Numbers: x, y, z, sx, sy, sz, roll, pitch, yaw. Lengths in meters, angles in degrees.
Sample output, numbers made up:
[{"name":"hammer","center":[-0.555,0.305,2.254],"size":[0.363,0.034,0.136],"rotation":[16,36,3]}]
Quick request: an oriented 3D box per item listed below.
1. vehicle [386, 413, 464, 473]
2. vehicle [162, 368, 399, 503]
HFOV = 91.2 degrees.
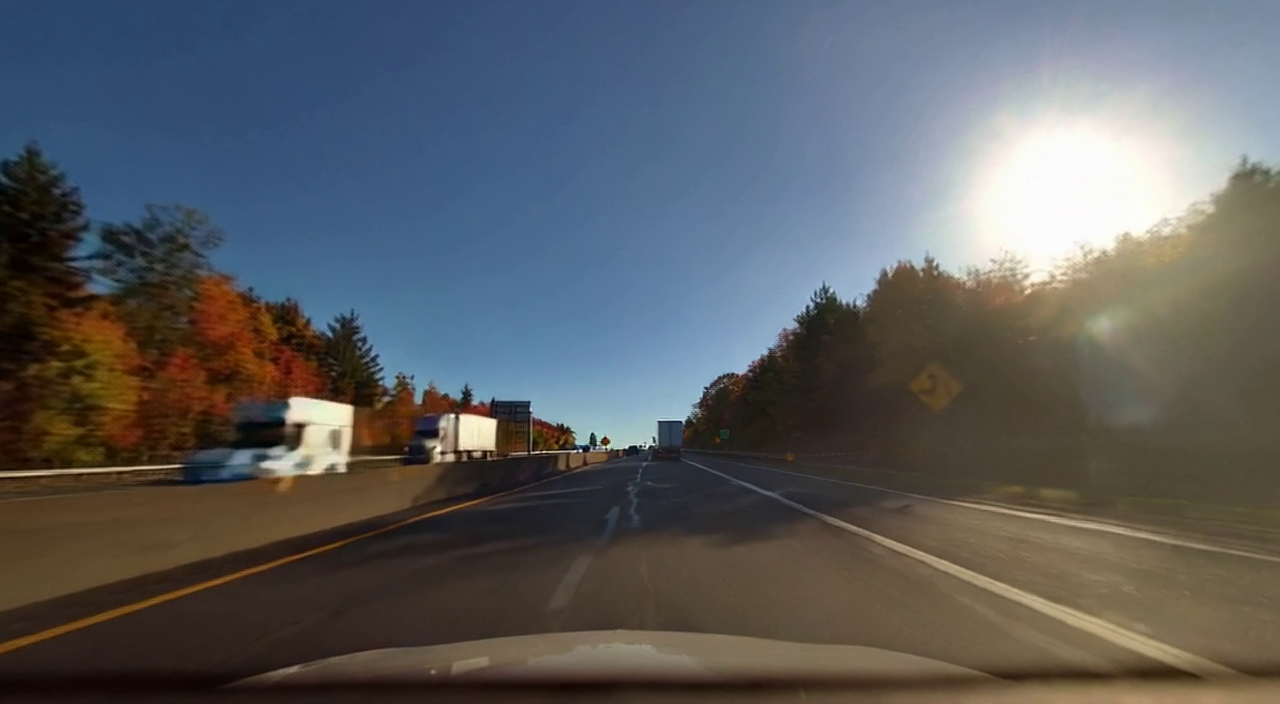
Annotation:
[{"name":"vehicle","center":[-14.278,6.151,42.182],"size":[2.938,3.697,5.821],"rotation":[-1,-9,2]},{"name":"vehicle","center":[-10.677,2.713,19.940],"size":[2.770,3.421,7.624],"rotation":[-1,-9,2]}]
